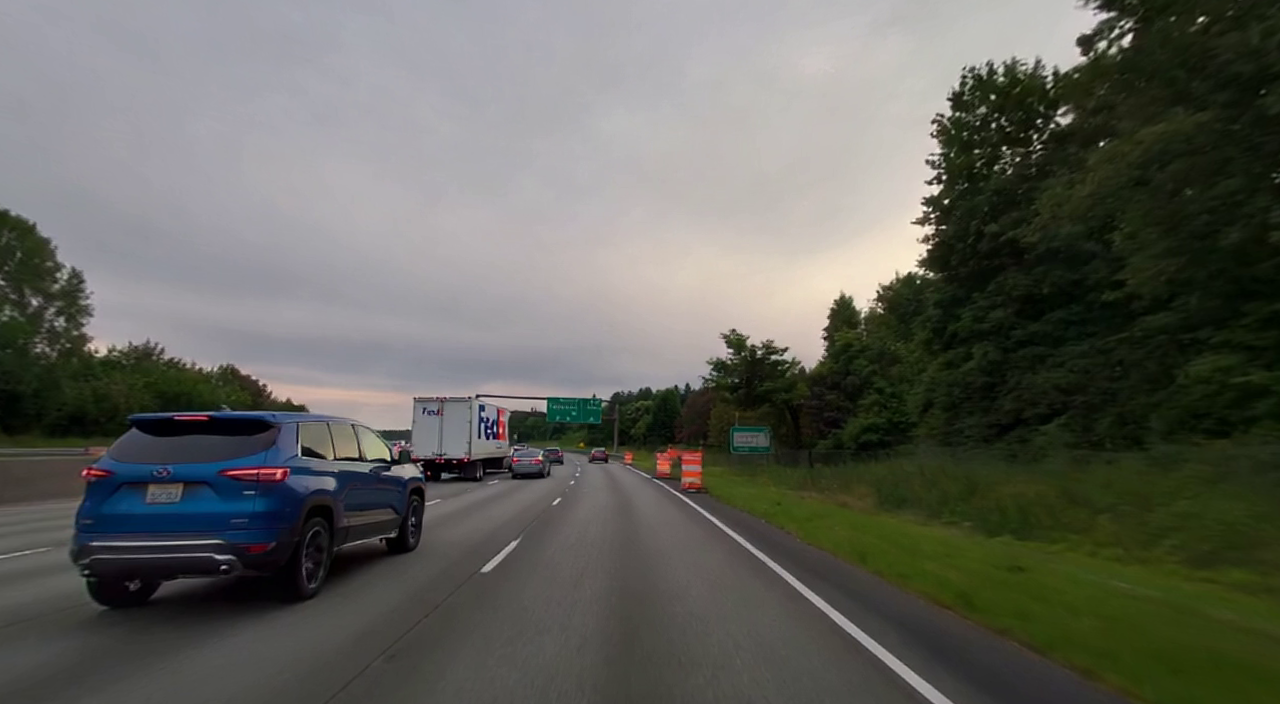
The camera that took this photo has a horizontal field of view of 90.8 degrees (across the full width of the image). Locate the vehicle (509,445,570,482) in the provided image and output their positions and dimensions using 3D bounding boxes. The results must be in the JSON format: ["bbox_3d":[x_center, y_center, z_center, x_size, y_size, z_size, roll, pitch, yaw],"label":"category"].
[{"bbox_3d":[-4.352,4.906,28.029,2.192,1.478,4.591,0,-9,-3],"label":"vehicle"}]

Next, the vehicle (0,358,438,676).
[{"bbox_3d":[-3.796,1.319,6.140,2.170,1.886,4.628,0,-9,-1],"label":"vehicle"}]

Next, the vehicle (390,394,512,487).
[{"bbox_3d":[-7.565,3.784,26.764,2.870,3.266,8.589,0,-9,-3],"label":"vehicle"}]
